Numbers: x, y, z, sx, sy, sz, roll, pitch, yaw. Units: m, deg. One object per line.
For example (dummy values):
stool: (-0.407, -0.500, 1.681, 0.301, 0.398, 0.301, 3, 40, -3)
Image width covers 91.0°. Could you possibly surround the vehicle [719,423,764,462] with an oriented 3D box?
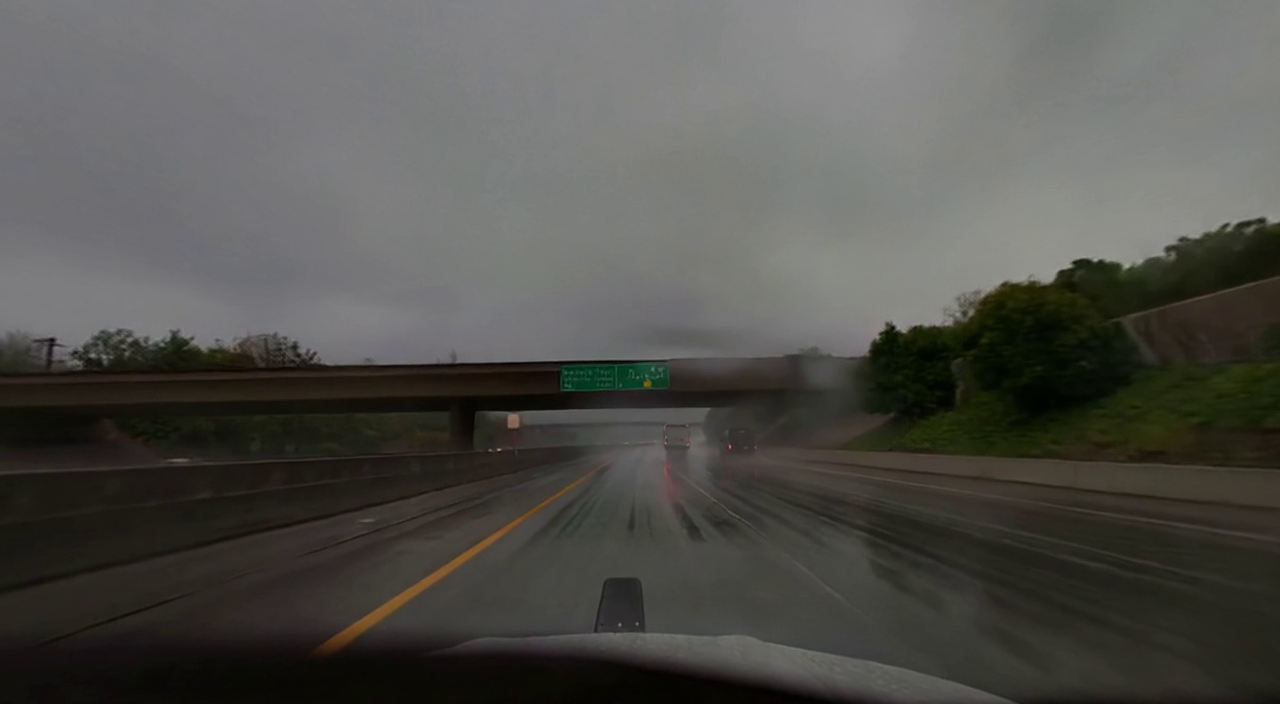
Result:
vehicle: (7.705, 6.971, 48.370, 2.379, 2.819, 6.294, 0, -8, 0)
